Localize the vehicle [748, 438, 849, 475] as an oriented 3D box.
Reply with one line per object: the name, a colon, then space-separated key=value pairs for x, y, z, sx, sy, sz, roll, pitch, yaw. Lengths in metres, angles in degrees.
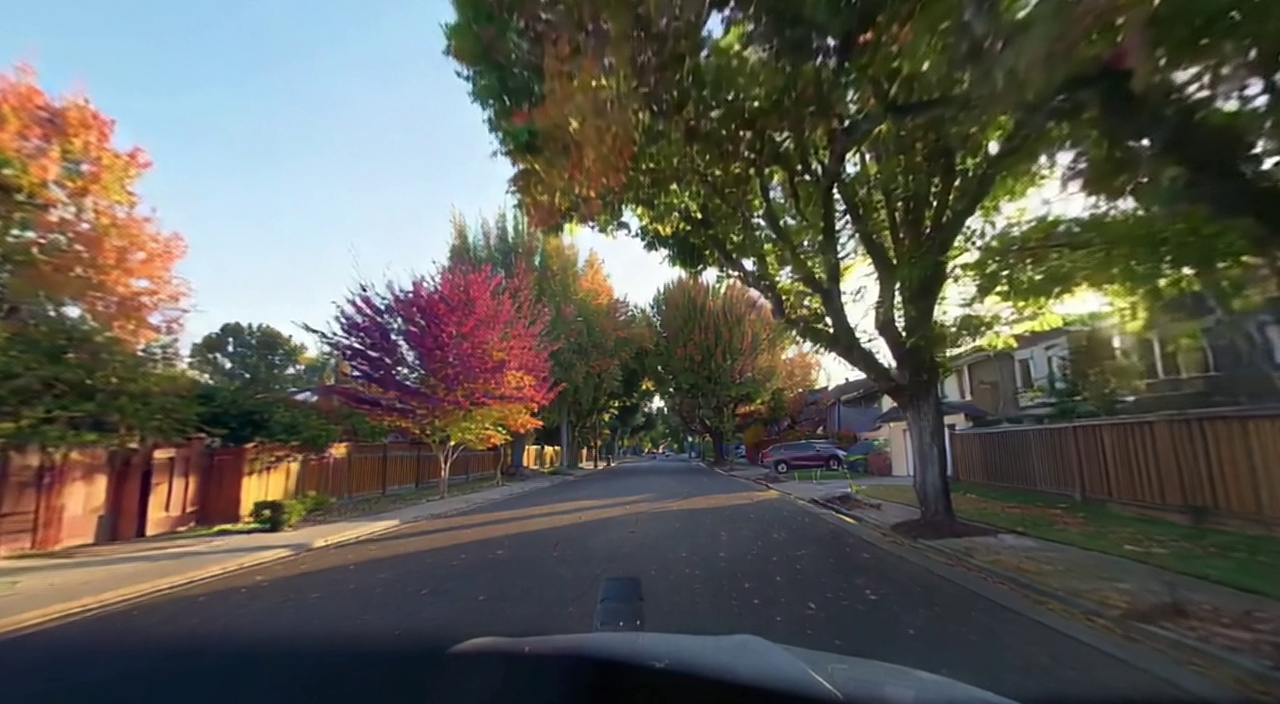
vehicle: x=8.206 y=5.464 z=33.103 sx=4.806 sy=1.851 sz=2.050 roll=-1 pitch=-9 yaw=3
